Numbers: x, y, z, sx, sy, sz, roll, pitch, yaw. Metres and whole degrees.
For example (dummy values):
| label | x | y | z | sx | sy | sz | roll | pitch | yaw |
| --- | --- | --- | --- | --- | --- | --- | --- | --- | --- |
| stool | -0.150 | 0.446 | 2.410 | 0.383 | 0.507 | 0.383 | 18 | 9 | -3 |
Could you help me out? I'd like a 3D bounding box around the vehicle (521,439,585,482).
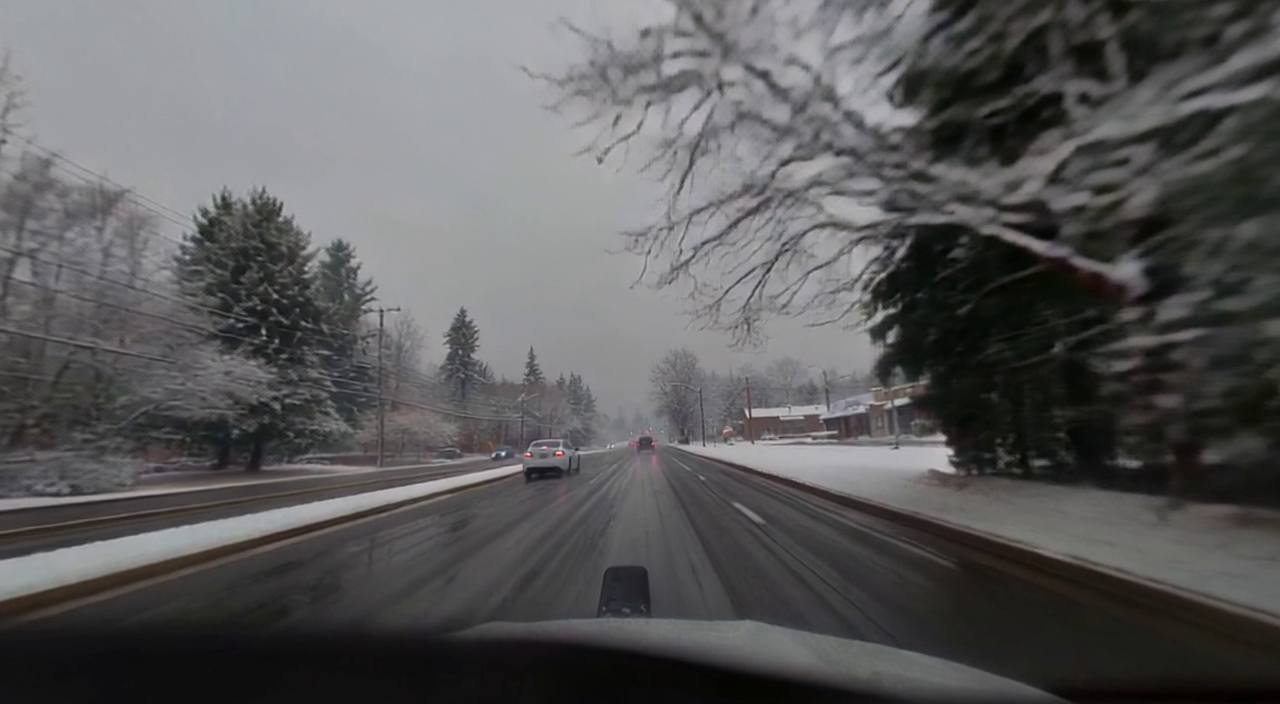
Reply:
| label | x | y | z | sx | sy | sz | roll | pitch | yaw |
| --- | --- | --- | --- | --- | --- | --- | --- | --- | --- |
| vehicle | -3.544 | 4.525 | 26.530 | 1.914 | 1.630 | 4.351 | -1 | -8 | 2 |
